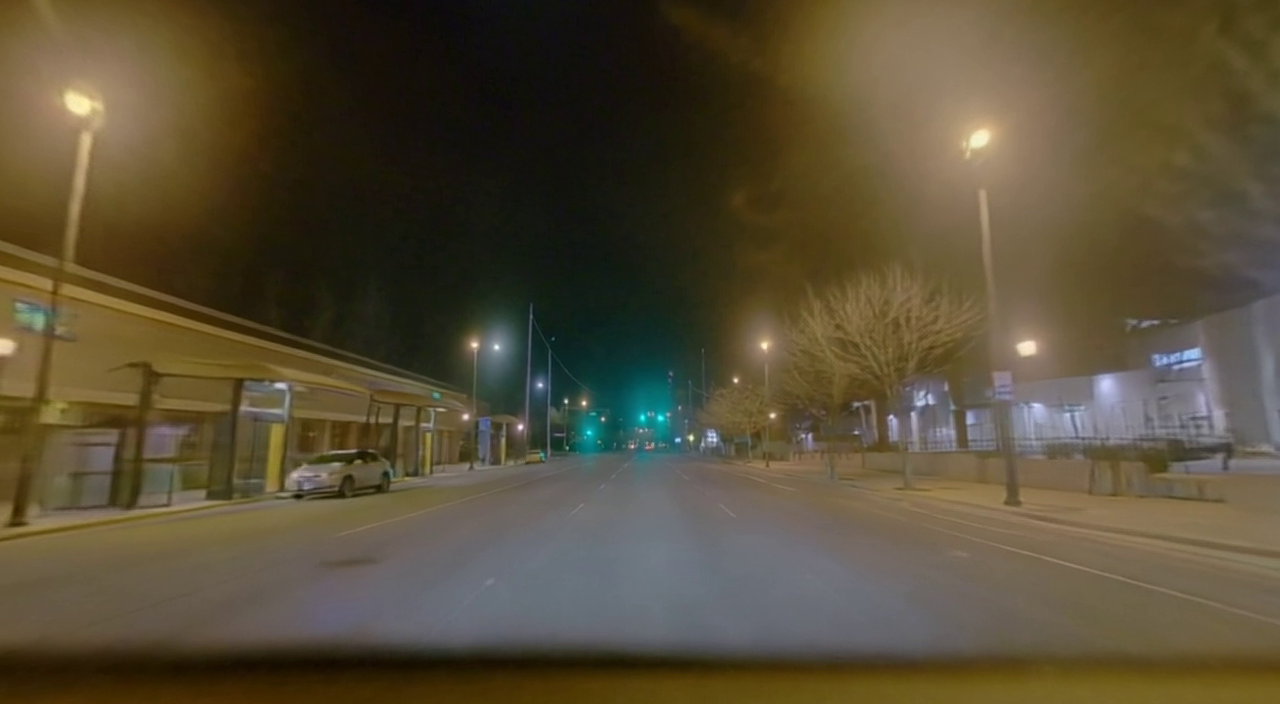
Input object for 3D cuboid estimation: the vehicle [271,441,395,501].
[{"bbox_3d":[-10.740,4.142,22.522,2.060,1.796,4.675,-2,-7,0],"label":"vehicle"}]
